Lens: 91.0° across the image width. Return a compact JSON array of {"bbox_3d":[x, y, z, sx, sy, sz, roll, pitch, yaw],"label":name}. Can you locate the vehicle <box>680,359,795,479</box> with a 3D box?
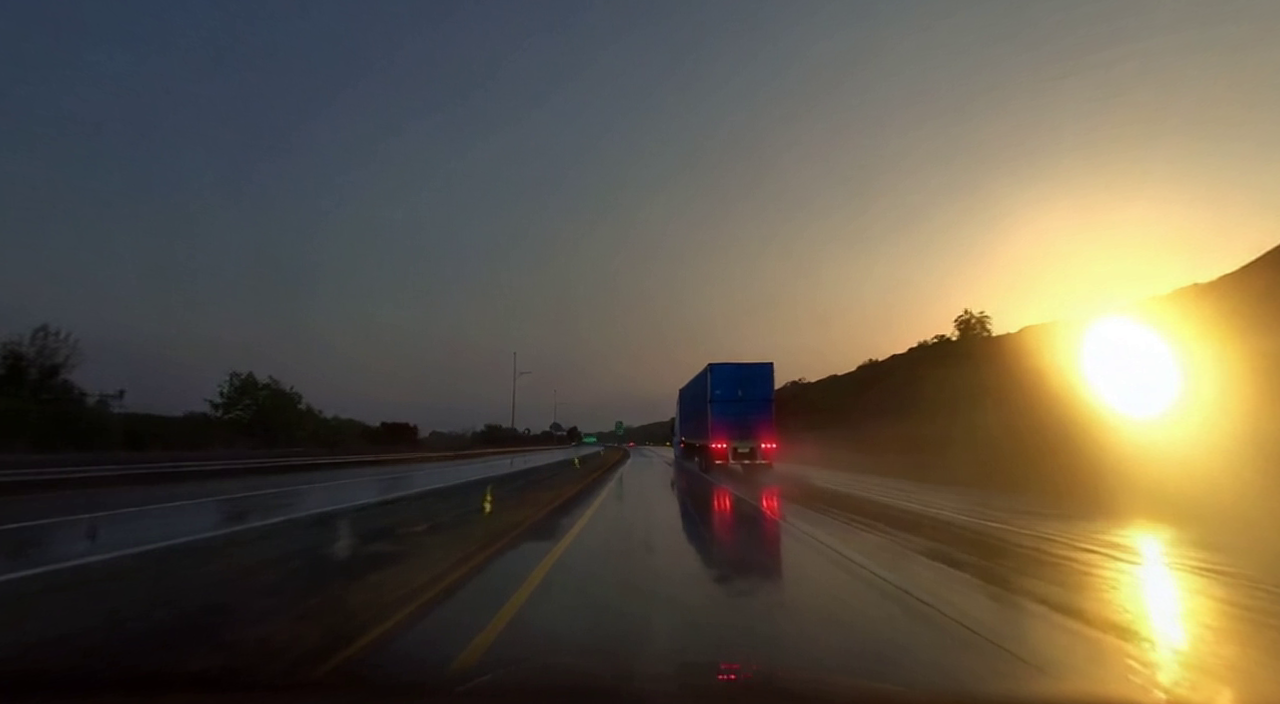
[{"bbox_3d":[4.166,3.533,30.971,3.615,4.578,13.539,0,-8,1],"label":"vehicle"}]
